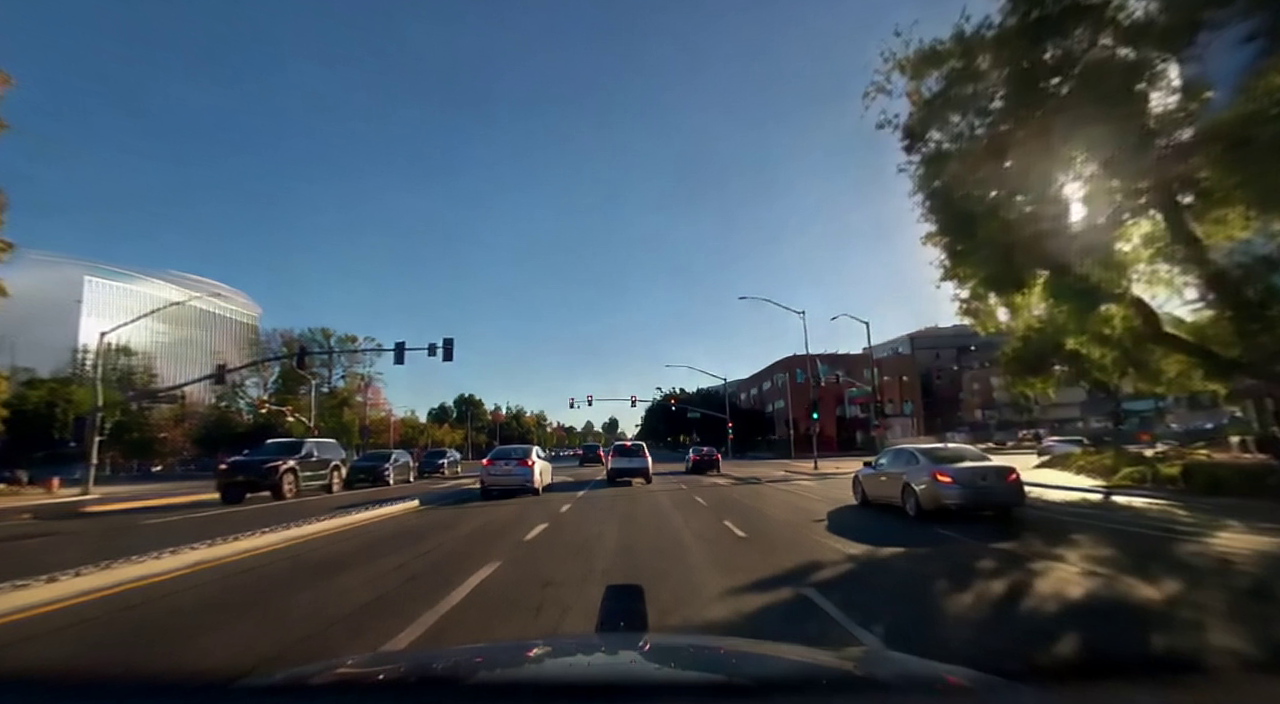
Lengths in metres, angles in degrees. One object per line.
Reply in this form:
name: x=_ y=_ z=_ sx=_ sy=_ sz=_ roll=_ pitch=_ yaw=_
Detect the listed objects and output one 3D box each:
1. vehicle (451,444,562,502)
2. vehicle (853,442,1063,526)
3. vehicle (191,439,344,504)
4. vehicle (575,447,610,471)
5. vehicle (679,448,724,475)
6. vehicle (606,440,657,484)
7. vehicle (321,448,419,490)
vehicle: x=-3.727 y=3.462 z=18.560 sx=2.163 sy=1.474 sz=4.413 roll=0 pitch=-8 yaw=2
vehicle: x=6.418 y=2.678 z=13.517 sx=2.028 sy=1.451 sz=4.625 roll=0 pitch=-8 yaw=-1
vehicle: x=-10.936 y=3.506 z=18.978 sx=2.026 sy=1.706 sz=4.041 roll=0 pitch=-8 yaw=1
vehicle: x=-3.123 y=7.100 z=42.259 sx=2.002 sy=1.502 sz=4.057 roll=0 pitch=-8 yaw=0
vehicle: x=3.427 y=6.152 z=35.757 sx=2.014 sy=1.430 sz=4.103 roll=0 pitch=-8 yaw=-2
vehicle: x=-0.327 y=4.676 z=27.199 sx=2.008 sy=1.716 sz=4.125 roll=0 pitch=-8 yaw=0
vehicle: x=-10.751 y=4.653 z=25.535 sx=1.924 sy=1.479 sz=4.508 roll=0 pitch=-8 yaw=0
